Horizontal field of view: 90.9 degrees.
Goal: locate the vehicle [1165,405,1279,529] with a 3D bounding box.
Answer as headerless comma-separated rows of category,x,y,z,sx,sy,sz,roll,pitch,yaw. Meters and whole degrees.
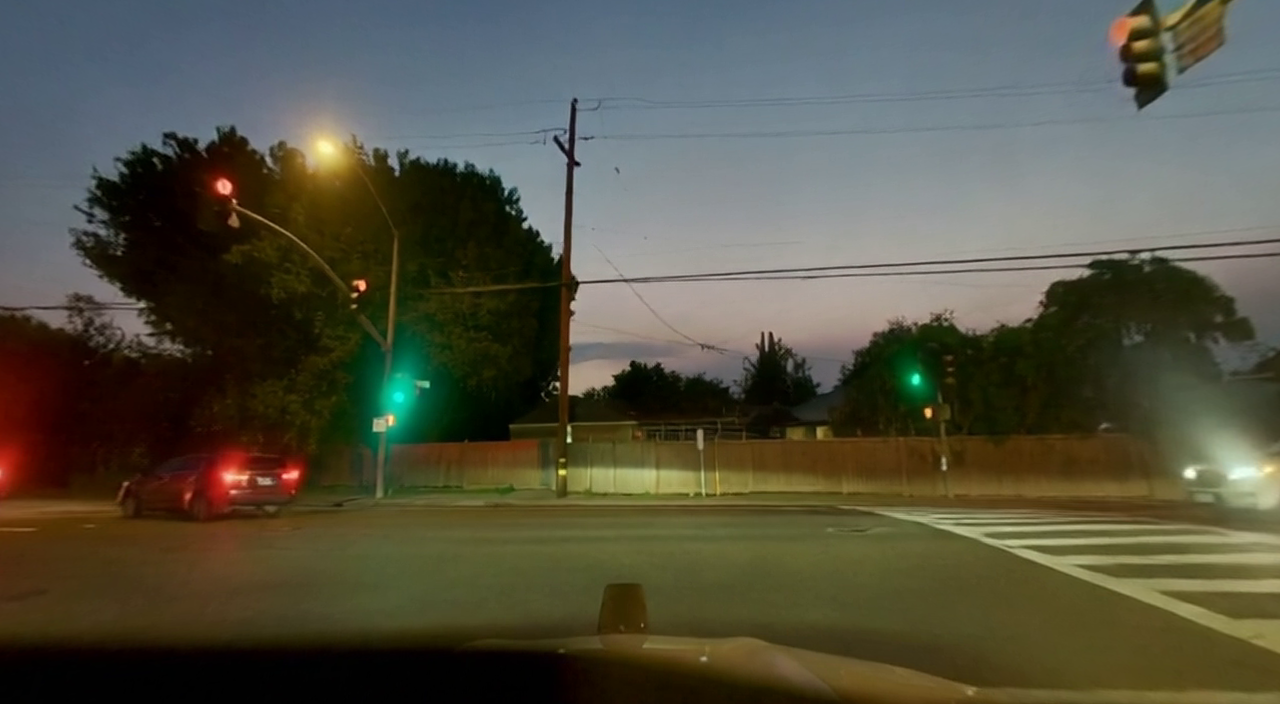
vehicle,11.316,1.698,9.554,4.600,1.722,2.074,-2,-8,10

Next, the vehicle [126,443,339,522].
vehicle,-9.243,2.833,14.269,4.512,1.506,2.078,-5,-9,29
